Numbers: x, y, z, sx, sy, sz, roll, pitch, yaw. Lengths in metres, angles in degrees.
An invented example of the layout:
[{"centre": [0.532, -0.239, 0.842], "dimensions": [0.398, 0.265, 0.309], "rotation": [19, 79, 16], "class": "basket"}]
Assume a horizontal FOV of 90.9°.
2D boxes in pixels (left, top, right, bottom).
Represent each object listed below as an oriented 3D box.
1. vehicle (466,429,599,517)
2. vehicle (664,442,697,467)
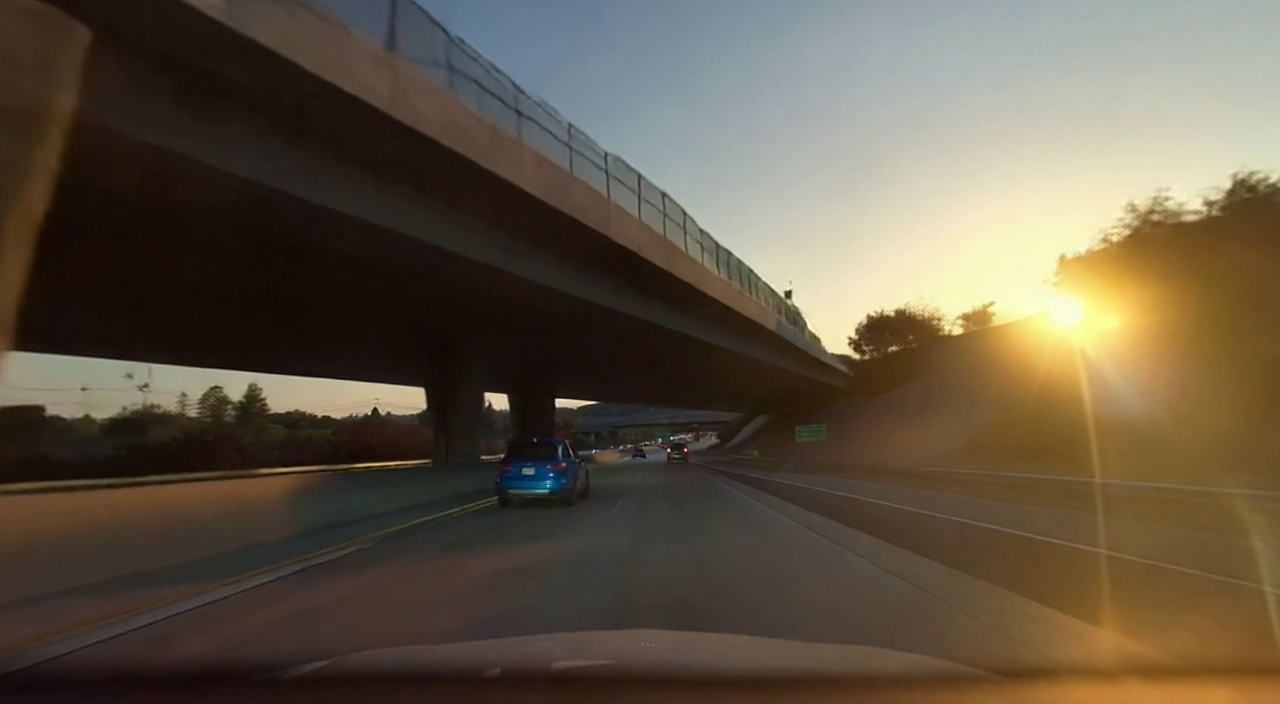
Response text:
[{"centre": [-2.267, 2.721, 14.711], "dimensions": [2.143, 1.693, 4.513], "rotation": [-1, -8, 2], "class": "vehicle"}, {"centre": [2.825, 7.229, 44.659], "dimensions": [2.073, 1.621, 3.993], "rotation": [-1, -8, 1], "class": "vehicle"}]
